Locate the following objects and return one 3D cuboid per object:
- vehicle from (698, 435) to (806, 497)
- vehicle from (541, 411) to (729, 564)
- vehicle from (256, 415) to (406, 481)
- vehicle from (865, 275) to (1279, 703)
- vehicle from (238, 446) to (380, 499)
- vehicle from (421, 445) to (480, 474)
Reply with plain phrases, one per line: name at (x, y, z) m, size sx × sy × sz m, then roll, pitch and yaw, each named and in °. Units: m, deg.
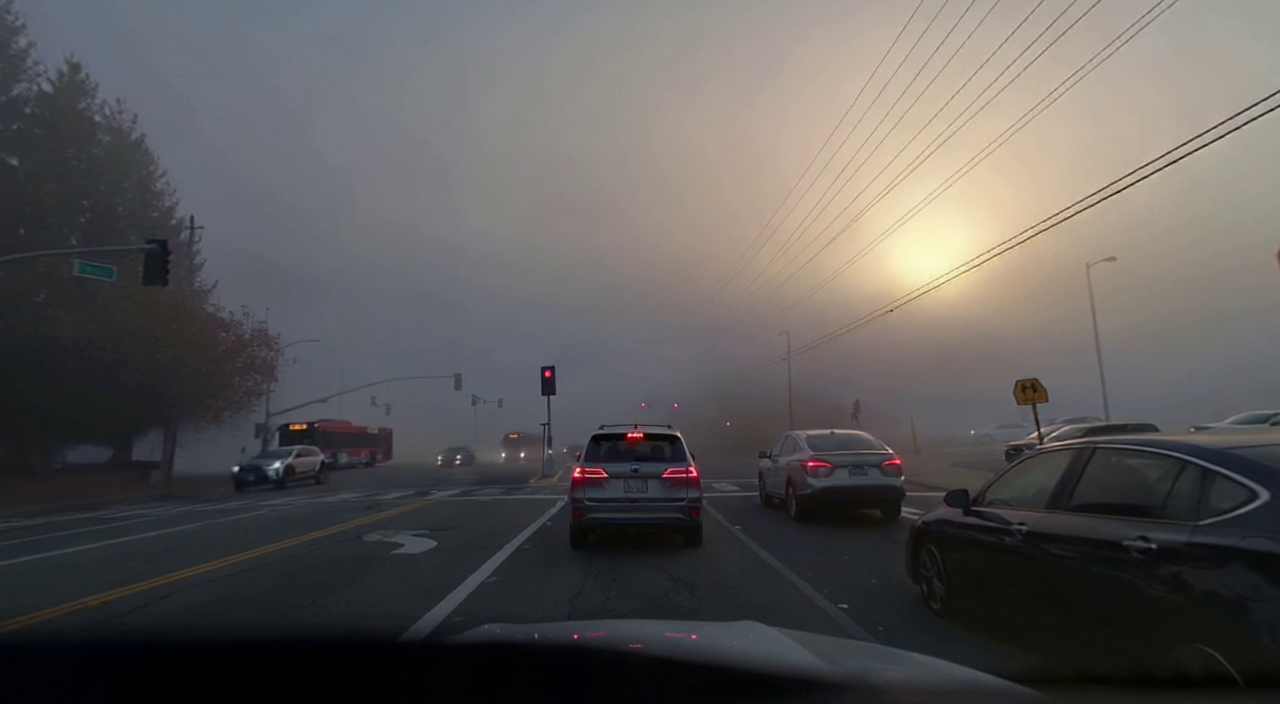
vehicle at (2.886, 3.066, 17.405) m, size 2.040 × 1.481 × 4.407 m, roll 0°, pitch -9°, yaw -2°
vehicle at (-0.107, 1.804, 9.116) m, size 2.087 × 1.677 × 4.053 m, roll 0°, pitch -9°, yaw -1°
vehicle at (-18.648, 6.013, 39.683) m, size 3.010 × 3.475 × 12.655 m, roll 0°, pitch -9°, yaw 0°
vehicle at (3.086, 0.879, 3.483) m, size 2.049 × 1.813 × 4.245 m, roll 0°, pitch -9°, yaw -1°
vehicle at (-10.424, 3.794, 20.387) m, size 2.030 × 1.498 × 4.690 m, roll 0°, pitch -9°, yaw 0°
vehicle at (-10.692, 6.085, 36.042) m, size 1.976 × 1.483 × 4.630 m, roll 0°, pitch -9°, yaw 0°
